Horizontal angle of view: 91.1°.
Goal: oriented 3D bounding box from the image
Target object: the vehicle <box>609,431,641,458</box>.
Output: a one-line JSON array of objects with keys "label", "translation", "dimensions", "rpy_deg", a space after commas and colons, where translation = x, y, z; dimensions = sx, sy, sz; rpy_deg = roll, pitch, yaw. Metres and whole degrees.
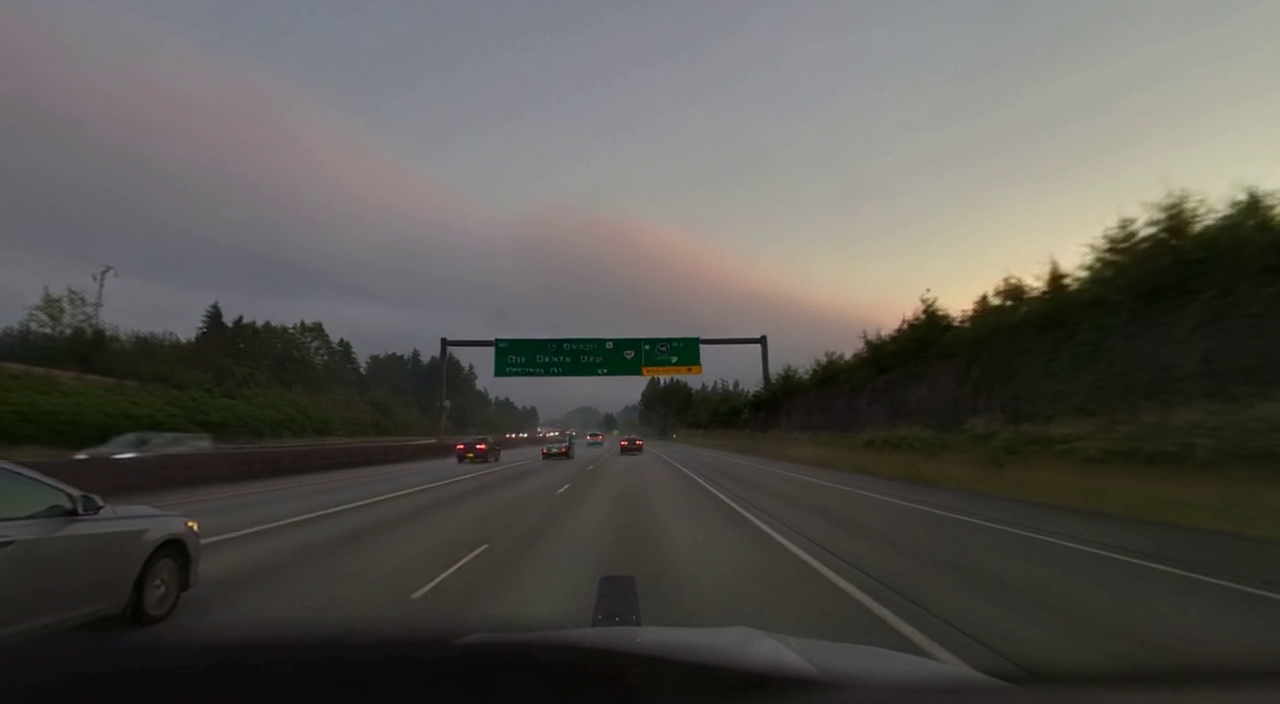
[{"label": "vehicle", "translation": [-0.944, 5.888, 40.278], "dimensions": [2.002, 1.611, 3.778], "rpy_deg": [0, -8, -1]}]

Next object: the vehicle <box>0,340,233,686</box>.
[{"label": "vehicle", "translation": [-4.377, 0.814, 3.005], "dimensions": [1.971, 1.822, 4.366], "rpy_deg": [0, -8, -1]}]

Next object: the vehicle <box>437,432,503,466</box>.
[{"label": "vehicle", "translation": [-8.374, 4.794, 31.465], "dimensions": [1.953, 1.524, 4.863], "rpy_deg": [0, -8, 0]}]

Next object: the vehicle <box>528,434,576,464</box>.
[{"label": "vehicle", "translation": [-4.497, 4.980, 32.697], "dimensions": [1.909, 1.445, 4.087], "rpy_deg": [0, -8, 0]}]
